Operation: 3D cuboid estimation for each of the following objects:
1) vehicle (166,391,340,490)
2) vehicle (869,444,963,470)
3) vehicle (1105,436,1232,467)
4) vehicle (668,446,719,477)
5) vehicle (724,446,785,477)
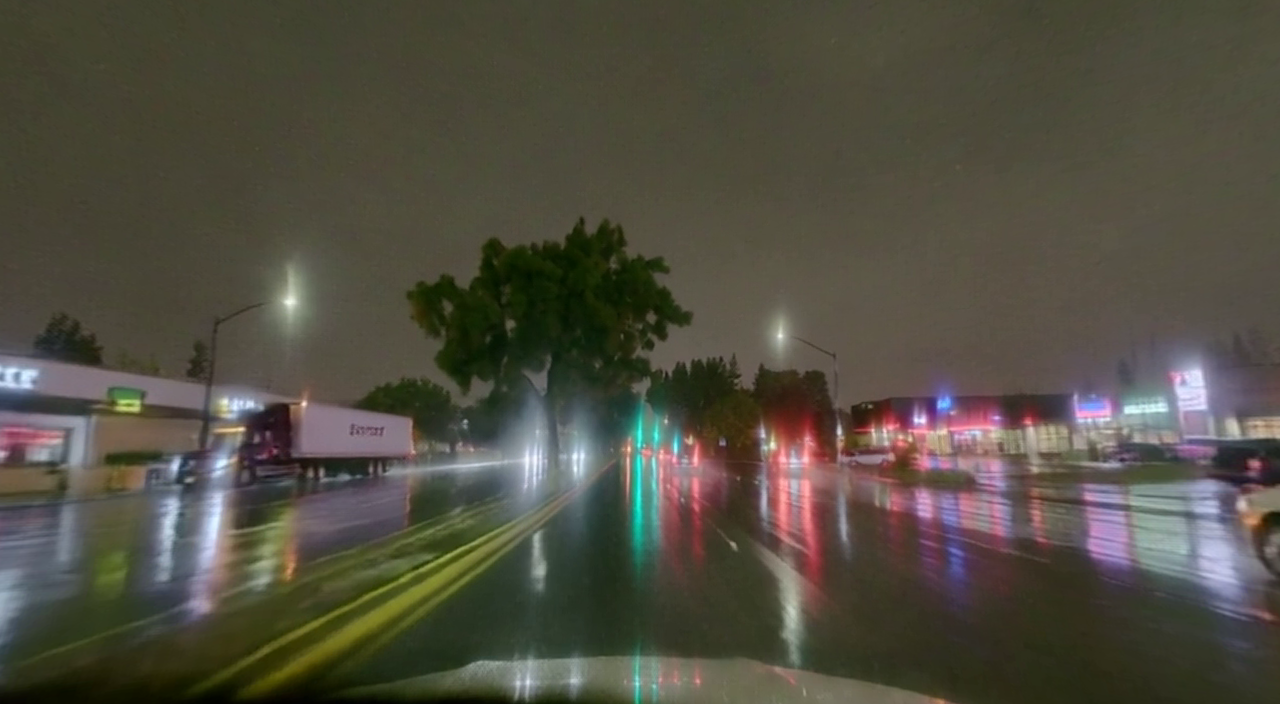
[{"bbox_3d":[-19.094,4.541,32.238,3.008,4.297,9.041,0,-9,0],"label":"vehicle"},{"bbox_3d":[16.637,6.341,38.284,4.679,1.448,2.178,0,-9,-4],"label":"vehicle"},{"bbox_3d":[36.145,6.839,43.445,2.545,1.938,5.985,4,-10,-28],"label":"vehicle"},{"bbox_3d":[2.681,5.594,32.514,2.099,1.463,4.365,0,-9,-2],"label":"vehicle"},{"bbox_3d":[5.885,5.677,33.148,2.150,1.485,4.919,0,-9,-2],"label":"vehicle"}]
